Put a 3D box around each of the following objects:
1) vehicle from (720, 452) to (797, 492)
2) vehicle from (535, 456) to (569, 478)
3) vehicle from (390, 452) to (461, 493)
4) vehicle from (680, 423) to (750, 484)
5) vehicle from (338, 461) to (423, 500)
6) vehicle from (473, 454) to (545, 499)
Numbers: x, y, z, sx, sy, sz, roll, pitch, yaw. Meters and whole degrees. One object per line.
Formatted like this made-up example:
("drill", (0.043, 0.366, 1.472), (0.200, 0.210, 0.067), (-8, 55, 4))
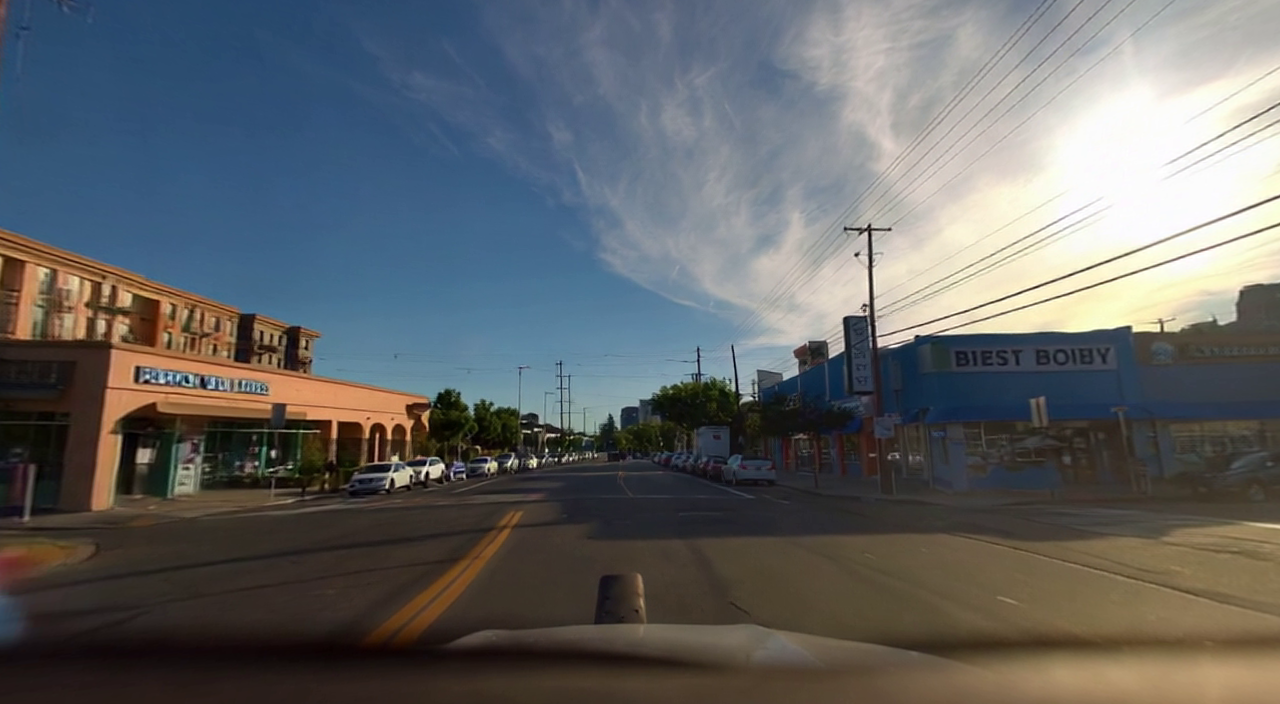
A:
("vehicle", (5.299, 5.395, 28.826), (1.963, 1.646, 4.204), (2, -9, -12))
("vehicle", (-6.237, 8.184, 45.177), (1.845, 1.469, 4.413), (0, -8, -1))
("vehicle", (-11.181, 6.289, 33.359), (2.072, 1.818, 4.951), (-3, -9, -1))
("vehicle", (4.266, 5.998, 37.554), (2.815, 3.203, 7.558), (0, -9, -3))
("vehicle", (-11.230, 5.573, 27.667), (1.978, 1.452, 4.263), (0, -9, -1))
("vehicle", (-4.906, 4.698, 24.300), (2.050, 1.505, 4.219), (0, -9, -3))
